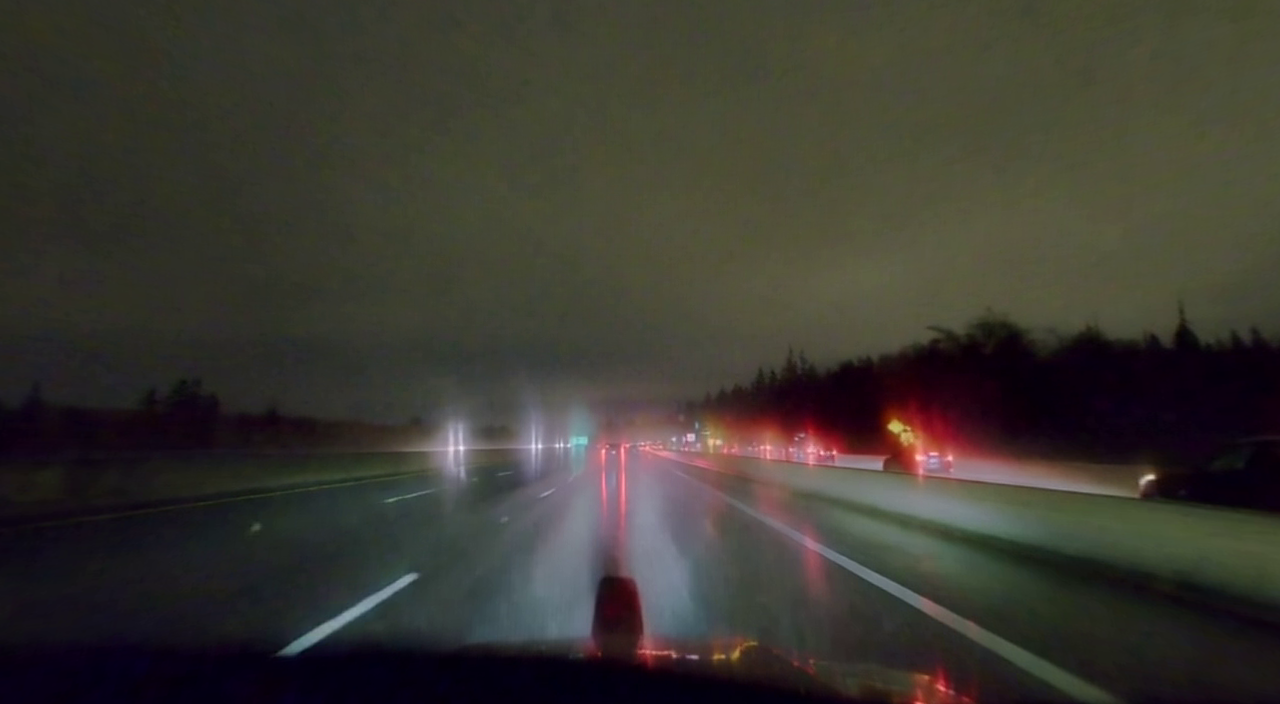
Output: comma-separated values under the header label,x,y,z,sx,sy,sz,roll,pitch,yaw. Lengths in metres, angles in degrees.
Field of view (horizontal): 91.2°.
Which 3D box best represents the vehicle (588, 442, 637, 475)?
label,x,y,z,sx,sy,sz,roll,pitch,yaw
vehicle,-1.284,5.242,31.025,2.055,1.509,4.255,-1,-9,2
